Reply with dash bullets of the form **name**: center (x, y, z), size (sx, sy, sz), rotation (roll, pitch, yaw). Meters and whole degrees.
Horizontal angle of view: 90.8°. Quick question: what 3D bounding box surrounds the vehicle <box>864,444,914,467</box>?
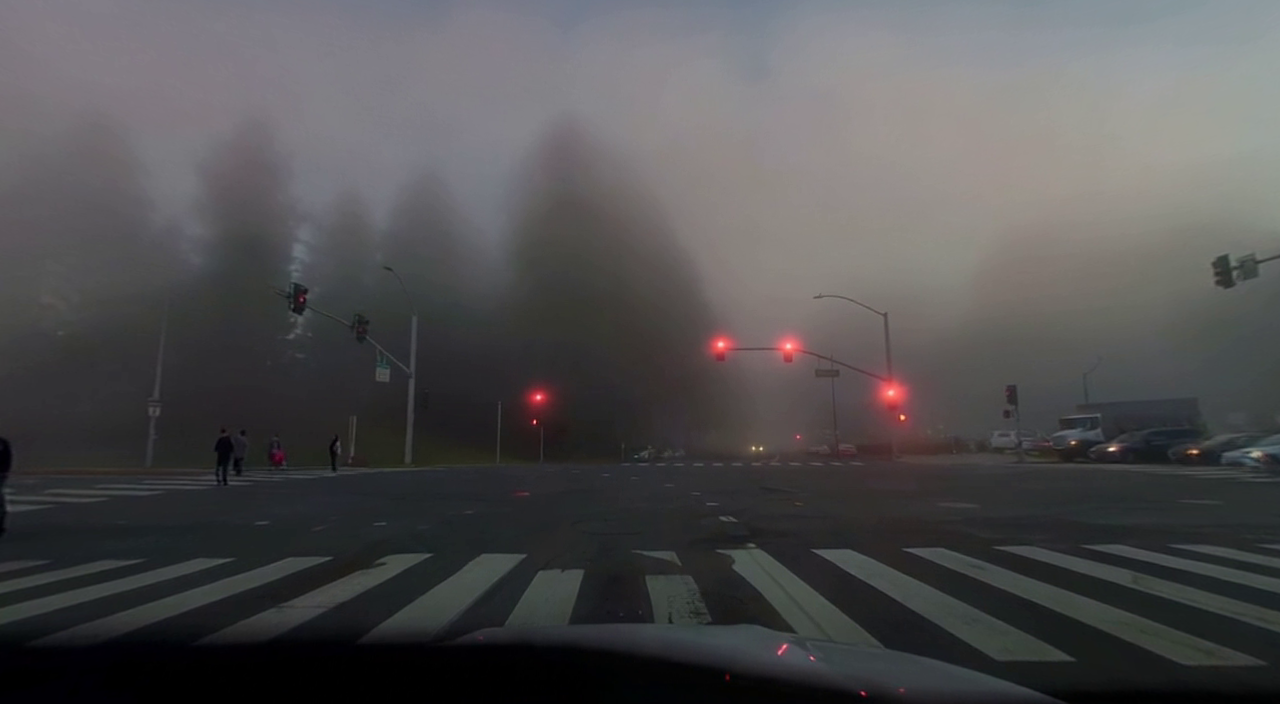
- **vehicle**: center (17.515, 7.274, 44.593), size (1.789, 1.557, 4.293), rotation (0, -9, 1)

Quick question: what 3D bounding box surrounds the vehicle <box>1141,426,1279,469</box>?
- **vehicle**: center (21.341, 3.437, 22.797), size (4.740, 1.464, 1.876), rotation (-1, -9, 3)

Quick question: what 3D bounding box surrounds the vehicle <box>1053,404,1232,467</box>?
- **vehicle**: center (22.967, 3.883, 29.168), size (5.855, 2.746, 2.523), rotation (-1, -9, 4)

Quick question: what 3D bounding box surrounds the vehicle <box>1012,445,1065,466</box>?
- **vehicle**: center (27.681, 7.195, 44.003), size (1.589, 1.405, 3.633), rotation (-1, -9, 6)
